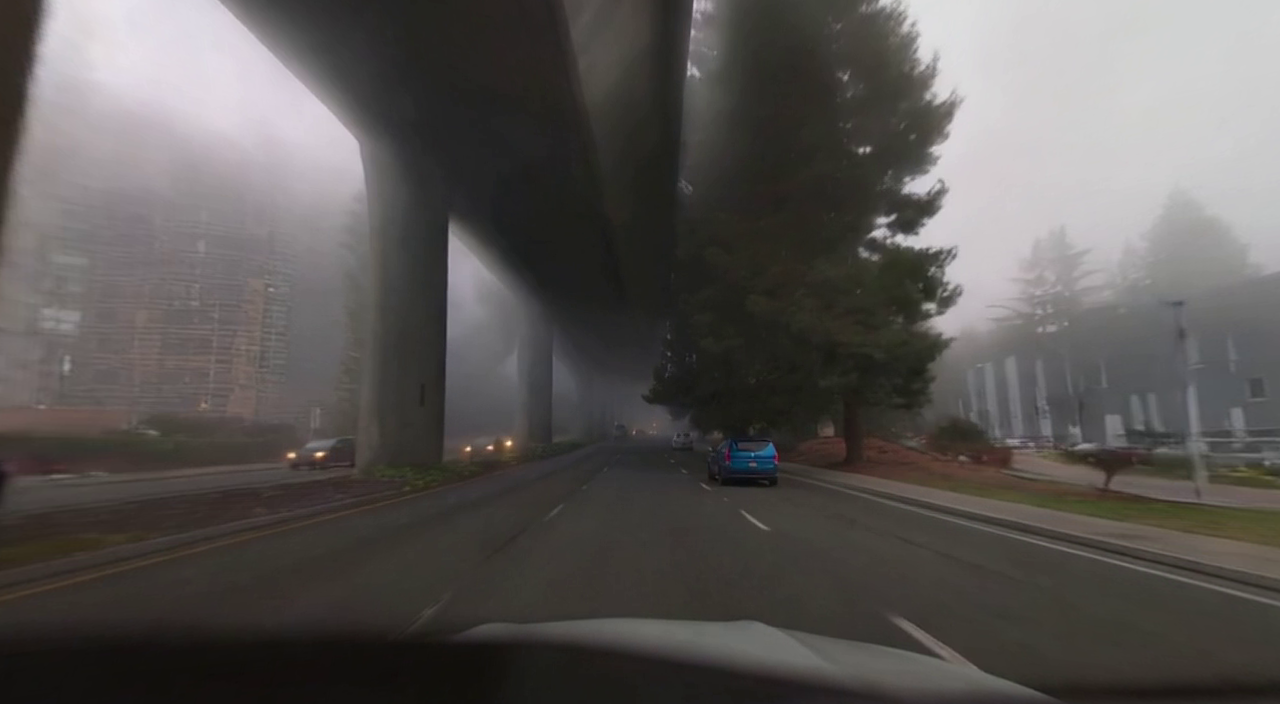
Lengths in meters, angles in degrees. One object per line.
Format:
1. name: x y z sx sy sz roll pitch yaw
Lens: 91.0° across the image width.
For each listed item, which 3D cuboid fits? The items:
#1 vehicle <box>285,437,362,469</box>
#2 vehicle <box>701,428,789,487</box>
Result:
1. vehicle: -19.120 6.109 38.357 2.056 1.793 4.976 0 -9 0
2. vehicle: 3.317 3.467 20.912 2.110 1.712 4.489 0 -9 -1
